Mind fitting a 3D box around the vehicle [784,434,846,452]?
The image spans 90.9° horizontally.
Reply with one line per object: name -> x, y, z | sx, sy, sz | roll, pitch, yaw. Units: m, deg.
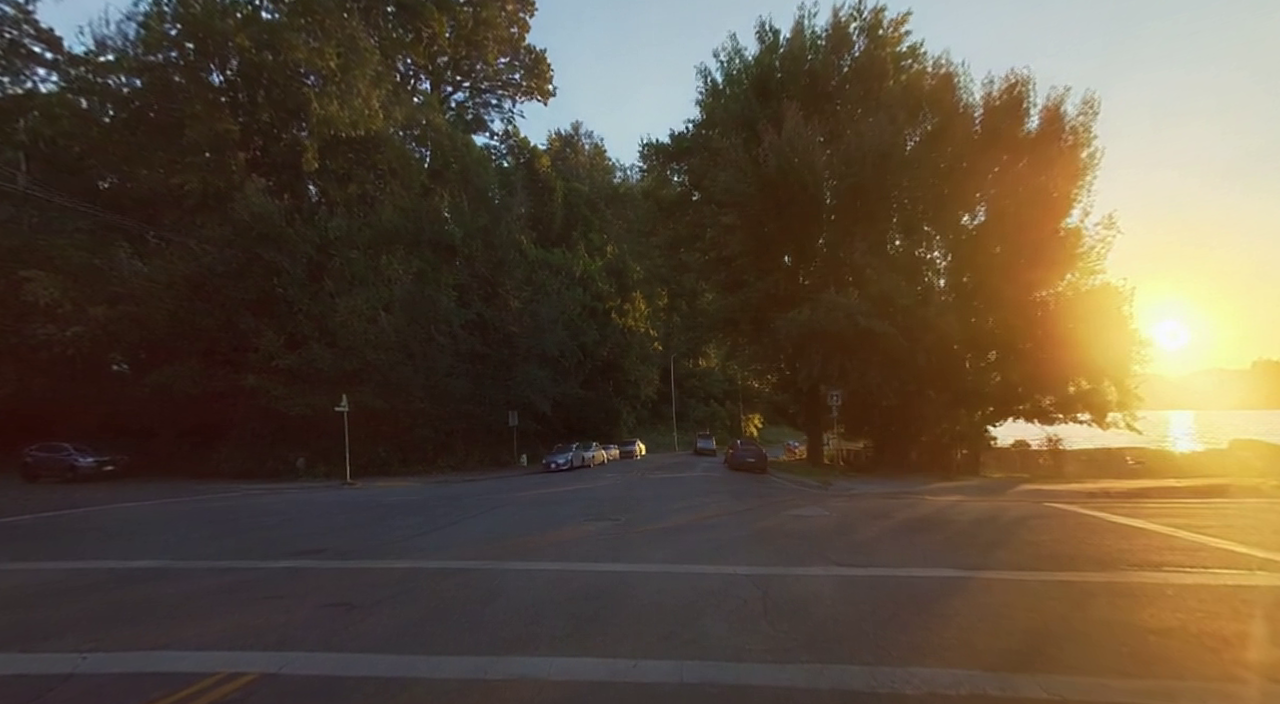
vehicle -> 13.435, 7.008, 48.551 | 4.310, 1.378, 1.698 | -1, -8, 4

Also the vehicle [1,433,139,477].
vehicle -> -24.966, 4.480, 27.626 | 4.986, 1.796, 2.066 | -2, -9, 17

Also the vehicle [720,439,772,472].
vehicle -> 5.021, 4.984, 30.473 | 2.051, 1.461, 4.100 | -1, -8, 4

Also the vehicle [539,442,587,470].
vehicle -> -4.396, 6.034, 36.734 | 2.102, 1.507, 4.049 | -1, -8, 2
